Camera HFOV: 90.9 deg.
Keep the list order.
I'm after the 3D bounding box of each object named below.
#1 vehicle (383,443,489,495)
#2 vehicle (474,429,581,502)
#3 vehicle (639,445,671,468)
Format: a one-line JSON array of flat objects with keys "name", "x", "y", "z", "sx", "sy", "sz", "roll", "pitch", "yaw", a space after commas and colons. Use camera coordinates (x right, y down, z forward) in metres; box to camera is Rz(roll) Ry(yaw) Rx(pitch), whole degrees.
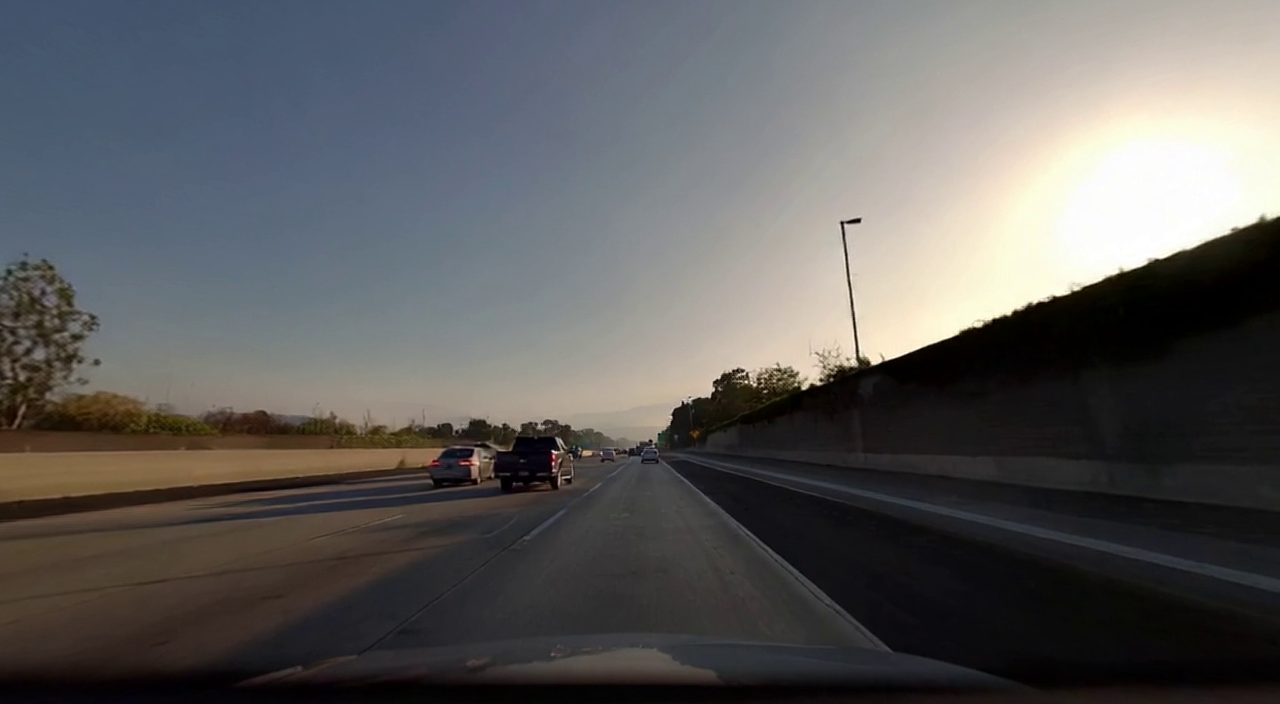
[{"name": "vehicle", "x": -6.370, "y": 3.673, "z": 20.296, "sx": 1.887, "sy": 1.475, "sz": 4.316, "roll": -1, "pitch": -8, "yaw": 1}, {"name": "vehicle", "x": -3.029, "y": 3.172, "z": 18.156, "sx": 2.124, "sy": 1.787, "sz": 4.830, "roll": -1, "pitch": -8, "yaw": 1}, {"name": "vehicle", "x": 0.999, "y": 7.238, "z": 43.992, "sx": 2.073, "sy": 1.480, "sz": 4.343, "roll": 0, "pitch": -8, "yaw": 0}]
